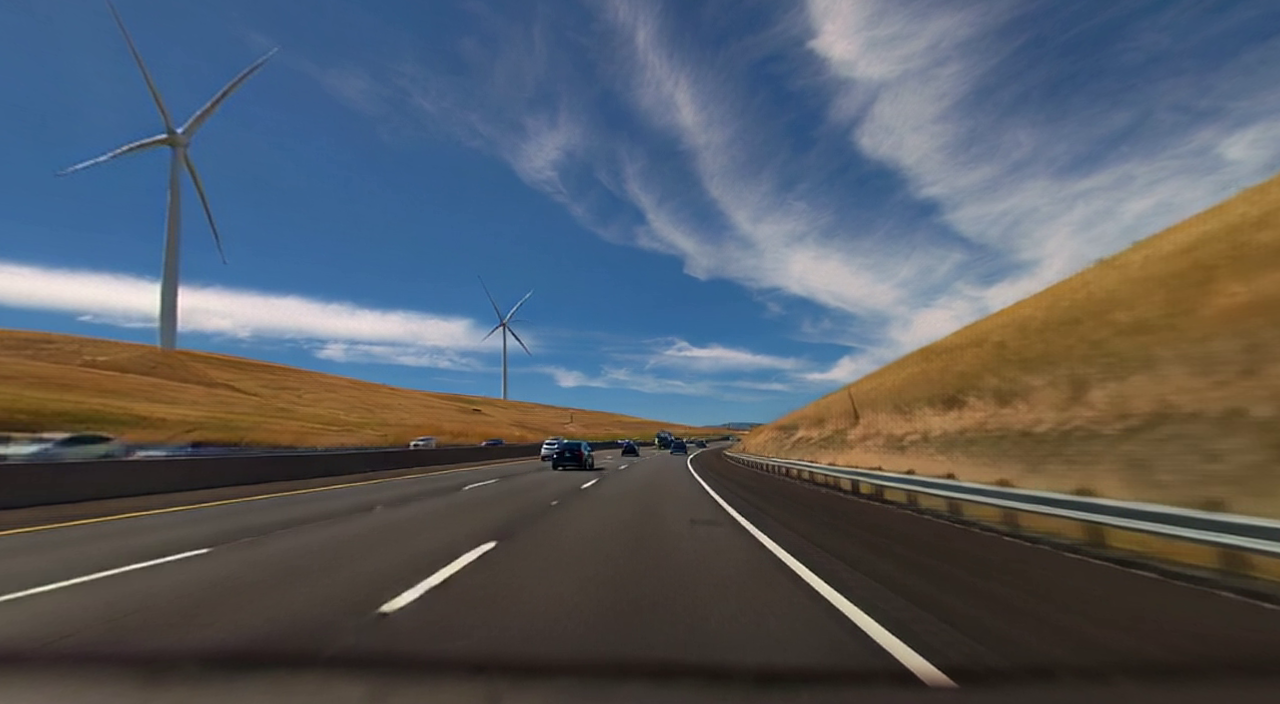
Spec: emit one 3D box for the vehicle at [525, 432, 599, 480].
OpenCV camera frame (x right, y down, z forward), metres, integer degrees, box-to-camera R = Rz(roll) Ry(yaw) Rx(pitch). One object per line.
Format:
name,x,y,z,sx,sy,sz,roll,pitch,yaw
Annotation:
vehicle,-2.950,4.050,24.823,2.118,1.702,4.355,0,-9,3

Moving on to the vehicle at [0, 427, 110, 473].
vehicle,-27.891,4.451,28.685,2.221,1.888,5.929,0,-9,2

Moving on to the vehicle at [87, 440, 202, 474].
vehicle,-23.946,5.088,30.685,1.912,1.493,4.389,0,-9,3
